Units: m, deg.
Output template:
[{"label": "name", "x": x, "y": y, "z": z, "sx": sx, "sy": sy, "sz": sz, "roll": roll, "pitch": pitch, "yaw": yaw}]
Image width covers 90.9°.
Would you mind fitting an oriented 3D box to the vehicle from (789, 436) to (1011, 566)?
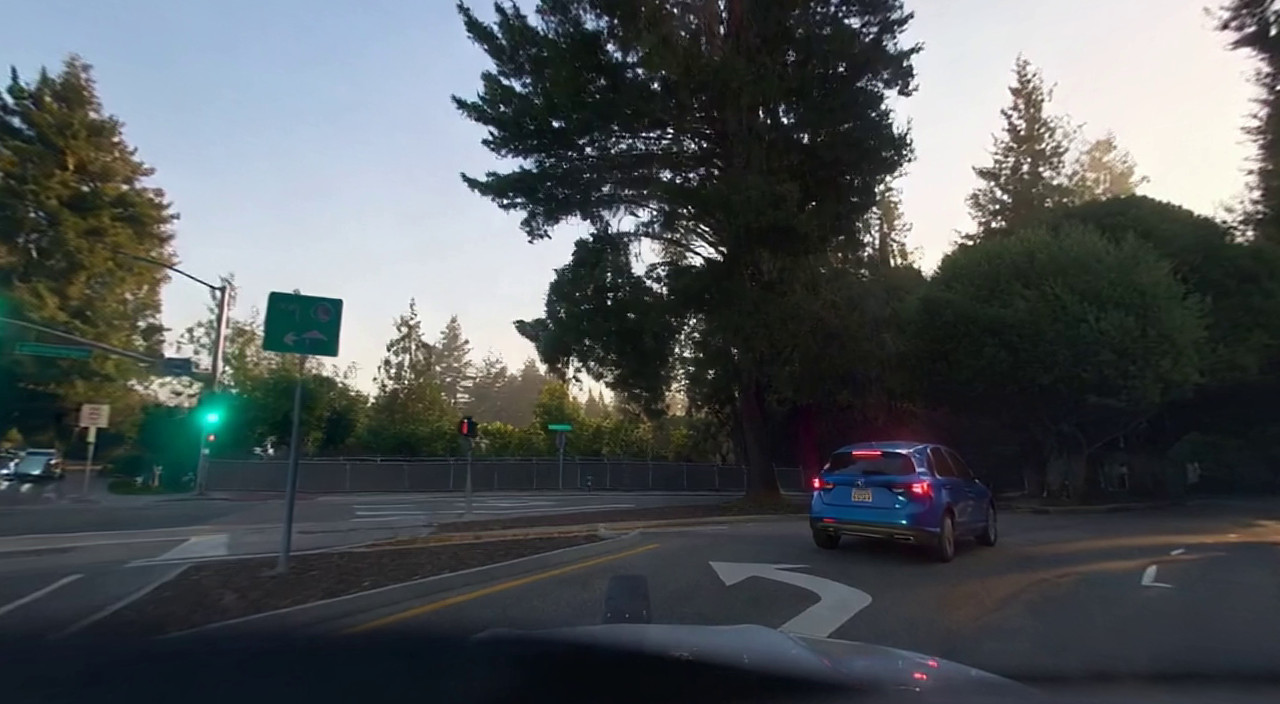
[{"label": "vehicle", "x": 4.200, "y": 2.104, "z": 9.809, "sx": 2.148, "sy": 1.521, "sz": 4.089, "roll": -7, "pitch": -11, "yaw": 36}]
